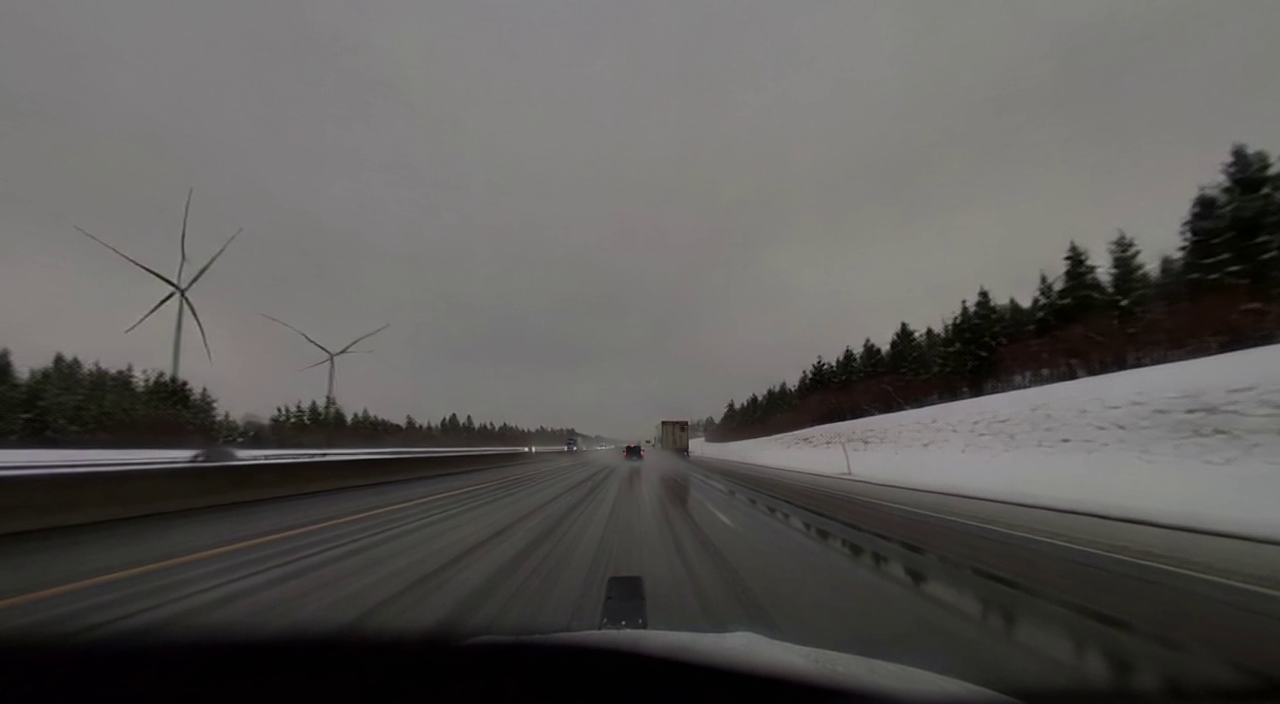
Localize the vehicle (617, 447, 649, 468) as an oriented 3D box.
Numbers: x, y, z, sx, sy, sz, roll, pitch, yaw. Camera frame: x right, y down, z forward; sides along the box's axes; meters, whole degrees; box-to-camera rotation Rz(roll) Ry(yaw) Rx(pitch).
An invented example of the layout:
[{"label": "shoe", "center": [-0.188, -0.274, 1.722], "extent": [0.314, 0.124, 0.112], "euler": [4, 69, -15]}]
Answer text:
[{"label": "vehicle", "center": [-0.498, 7.587, 45.494], "extent": [2.209, 1.453, 3.695], "euler": [0, -9, -1]}]
